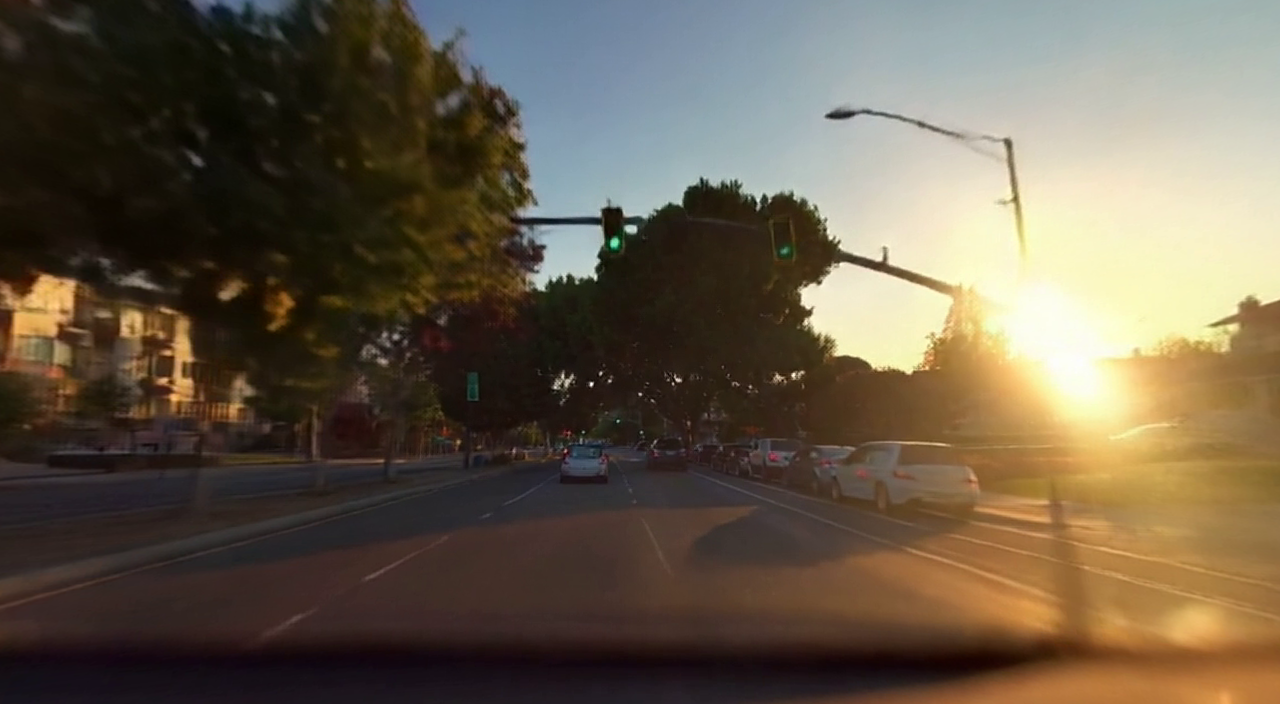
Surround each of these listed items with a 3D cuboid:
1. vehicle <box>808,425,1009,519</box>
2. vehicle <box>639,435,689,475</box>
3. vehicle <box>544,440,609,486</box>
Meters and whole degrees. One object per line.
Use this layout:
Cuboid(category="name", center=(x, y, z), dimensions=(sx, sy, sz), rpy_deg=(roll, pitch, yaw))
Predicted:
Cuboid(category="vehicle", center=(6.077, 2.832, 15.290), dimensions=(2.184, 1.786, 5.497), rpy_deg=(2, -9, -4))
Cuboid(category="vehicle", center=(1.080, 4.993, 30.800), dimensions=(2.073, 1.822, 4.276), rpy_deg=(0, -8, -3))
Cuboid(category="vehicle", center=(-2.181, 3.951, 22.771), dimensions=(2.140, 1.474, 4.026), rpy_deg=(0, -8, -3))
